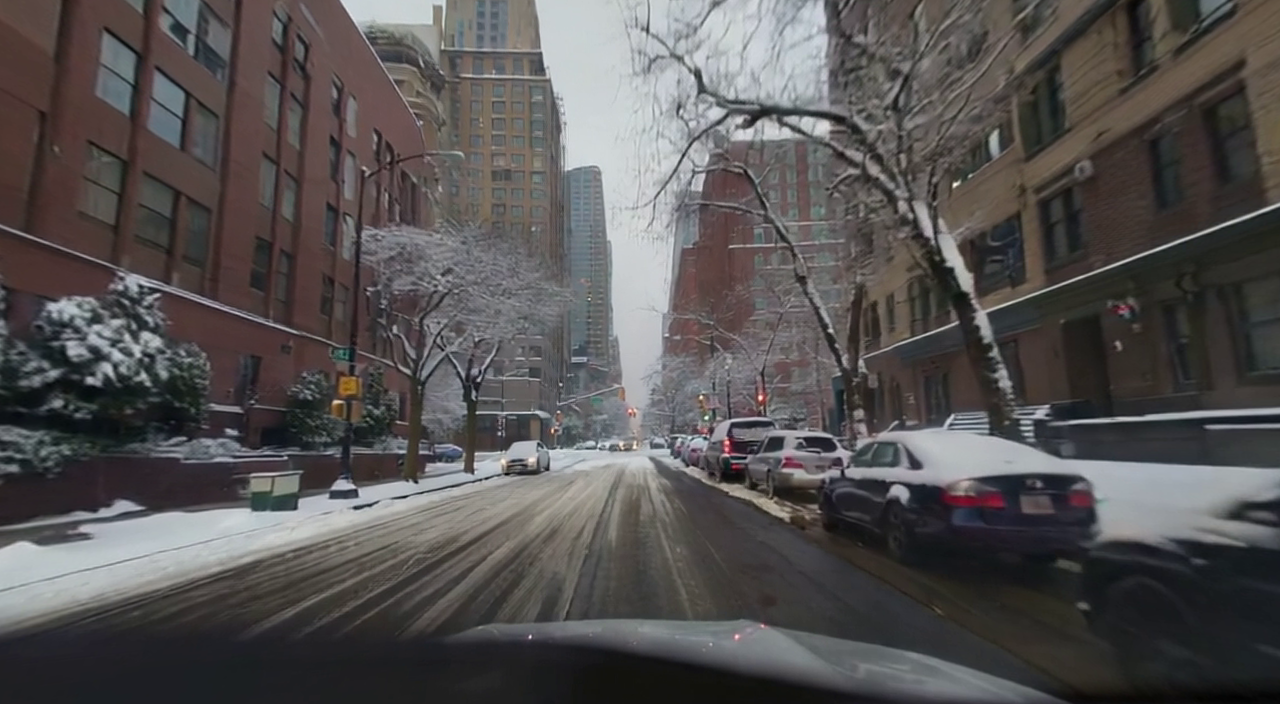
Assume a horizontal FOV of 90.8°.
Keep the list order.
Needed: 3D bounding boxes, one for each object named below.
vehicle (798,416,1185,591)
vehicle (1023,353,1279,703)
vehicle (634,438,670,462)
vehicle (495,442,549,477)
[{"bbox_3d":[3.637,1.658,7.916,2.066,1.494,4.843,0,-8,0],"label":"vehicle"},{"bbox_3d":[3.540,0.743,1.884,1.996,1.642,4.472,0,-8,0],"label":"vehicle"},{"bbox_3d":[0.941,7.133,46.213,2.111,1.619,4.077,-1,-8,8],"label":"vehicle"},{"bbox_3d":[-6.367,5.826,34.611,2.013,1.772,4.439,0,-8,2],"label":"vehicle"}]
